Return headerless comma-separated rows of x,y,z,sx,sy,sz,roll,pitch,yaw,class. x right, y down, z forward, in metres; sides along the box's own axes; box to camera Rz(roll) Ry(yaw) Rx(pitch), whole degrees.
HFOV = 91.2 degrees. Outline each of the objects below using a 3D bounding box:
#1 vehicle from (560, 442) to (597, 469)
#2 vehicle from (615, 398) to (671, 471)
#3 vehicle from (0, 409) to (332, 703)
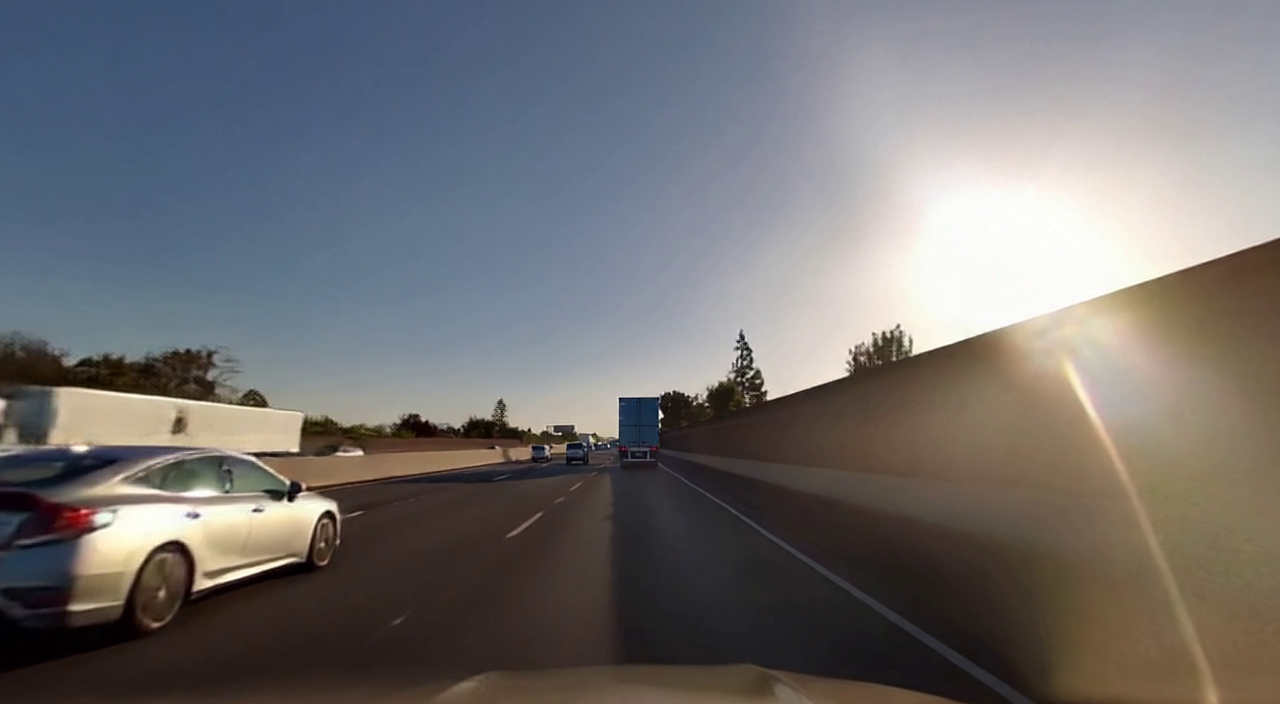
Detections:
-3.889,6.606,40.094,2.006,1.572,4.082,0,-9,-1,vehicle
0.116,5.513,40.916,3.123,4.094,10.812,0,-9,0,vehicle
-4.226,1.284,4.672,1.895,1.500,3.808,0,-9,0,vehicle
